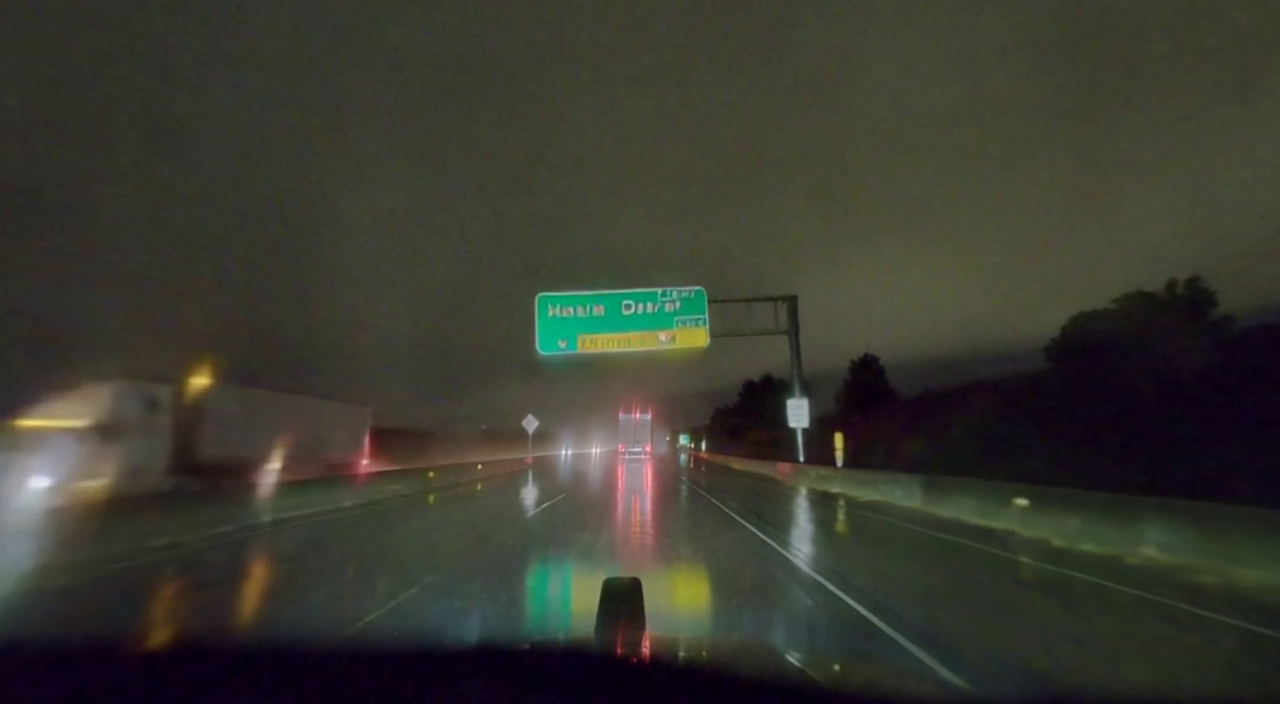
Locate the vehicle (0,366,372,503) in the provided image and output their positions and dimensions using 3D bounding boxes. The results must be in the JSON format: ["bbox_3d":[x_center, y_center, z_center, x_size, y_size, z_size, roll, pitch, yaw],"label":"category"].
[{"bbox_3d":[-17.832,3.858,28.036,2.983,3.870,20.198,0,-9,0],"label":"vehicle"}]
